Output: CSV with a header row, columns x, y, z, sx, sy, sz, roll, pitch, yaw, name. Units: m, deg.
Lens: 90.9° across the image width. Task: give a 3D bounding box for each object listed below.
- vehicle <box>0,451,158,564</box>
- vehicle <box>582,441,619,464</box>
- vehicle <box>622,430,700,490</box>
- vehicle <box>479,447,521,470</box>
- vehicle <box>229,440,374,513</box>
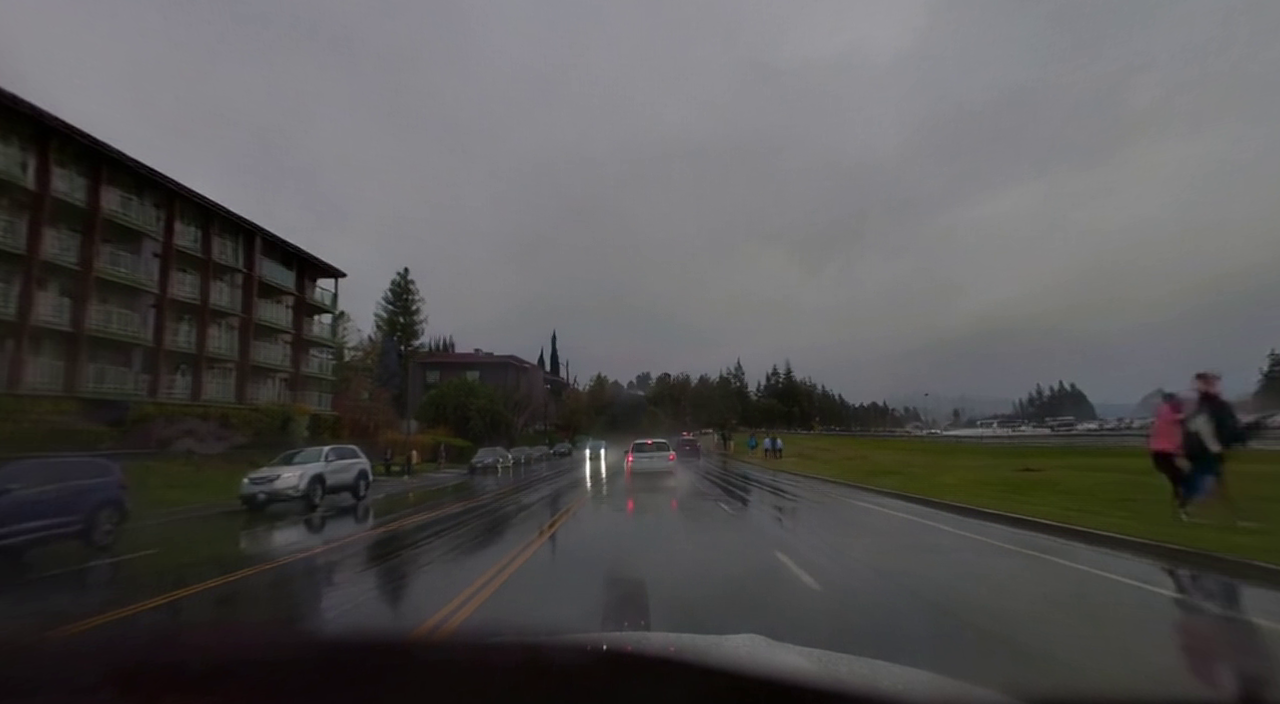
x,y,z,sx,sy,sz,roll,pitch,yaw,name
-10.390,2.513,10.252,1.932,1.607,4.191,-4,-8,-2,vehicle
-2.565,6.629,41.734,2.104,1.455,4.199,-1,-9,2,vehicle
0.596,3.261,19.281,2.132,1.632,3.838,0,-8,0,vehicle
-10.035,7.638,45.449,1.839,1.474,4.694,-1,-9,1,vehicle
-10.206,3.728,19.507,2.032,1.833,4.465,-3,-8,0,vehicle
